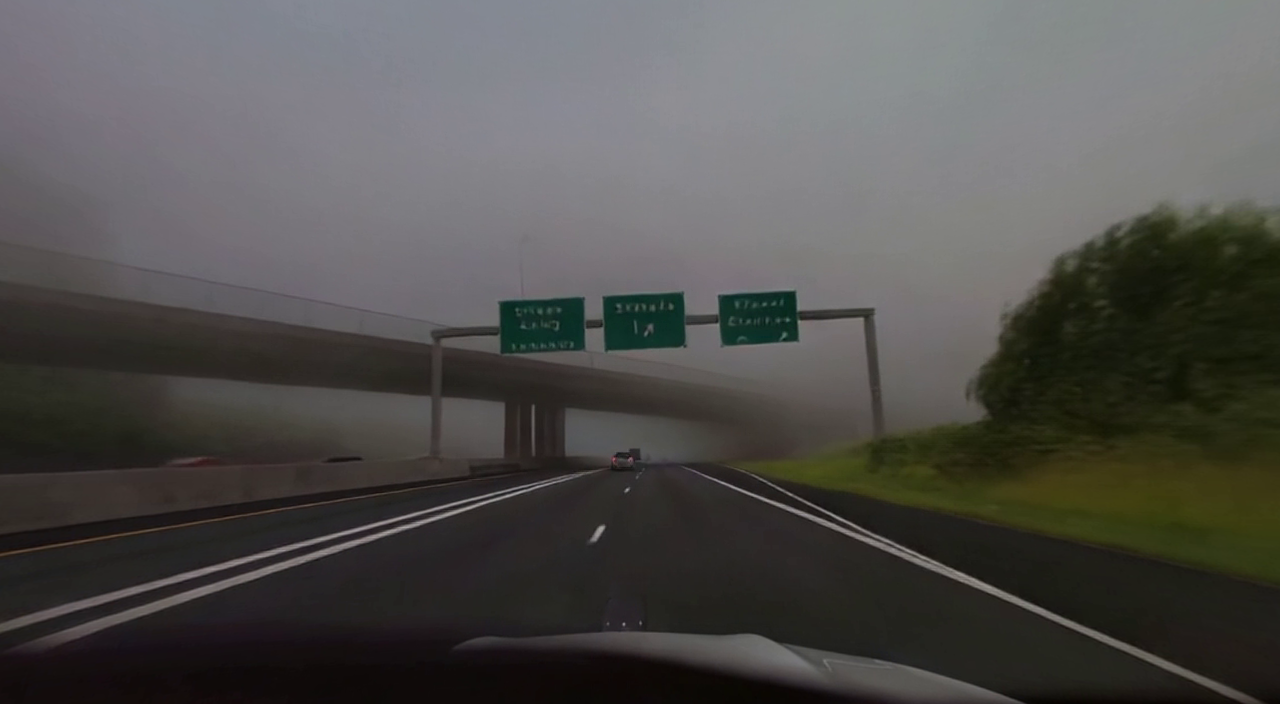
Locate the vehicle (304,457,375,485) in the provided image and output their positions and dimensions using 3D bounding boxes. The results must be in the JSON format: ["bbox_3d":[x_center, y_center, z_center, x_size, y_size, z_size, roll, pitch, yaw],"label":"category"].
[{"bbox_3d":[-17.405,6.924,36.790,1.828,1.451,4.463,0,-9,2],"label":"vehicle"}]
